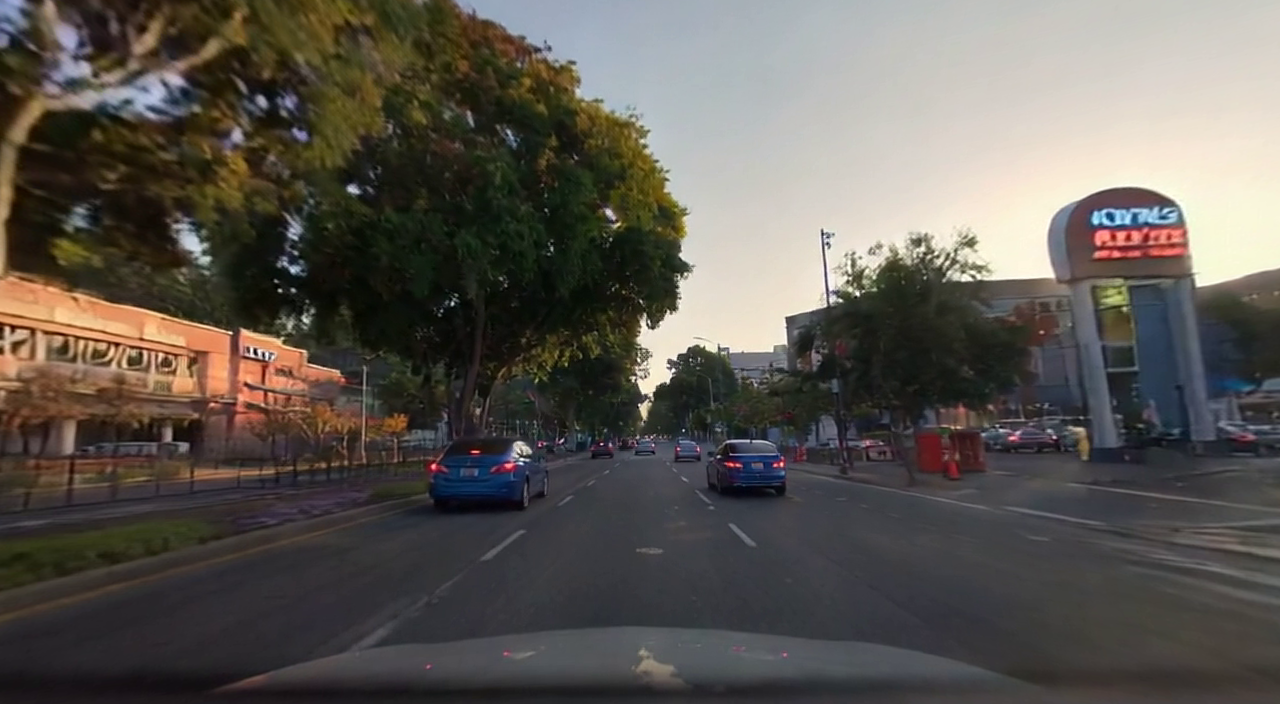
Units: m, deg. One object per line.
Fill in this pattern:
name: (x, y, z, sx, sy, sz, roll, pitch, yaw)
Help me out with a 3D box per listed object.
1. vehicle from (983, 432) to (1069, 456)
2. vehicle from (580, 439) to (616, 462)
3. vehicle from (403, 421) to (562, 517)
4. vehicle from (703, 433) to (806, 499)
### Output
vehicle: (29.385, 7.012, 48.056, 5.166, 1.792, 1.944, -1, -8, 3)
vehicle: (-2.803, 6.674, 42.713, 2.040, 1.471, 4.211, 0, -8, 2)
vehicle: (-3.035, 2.400, 13.463, 2.032, 1.639, 5.037, 0, -8, 1)
vehicle: (2.876, 2.960, 16.794, 1.946, 1.513, 4.133, 0, -8, 0)
